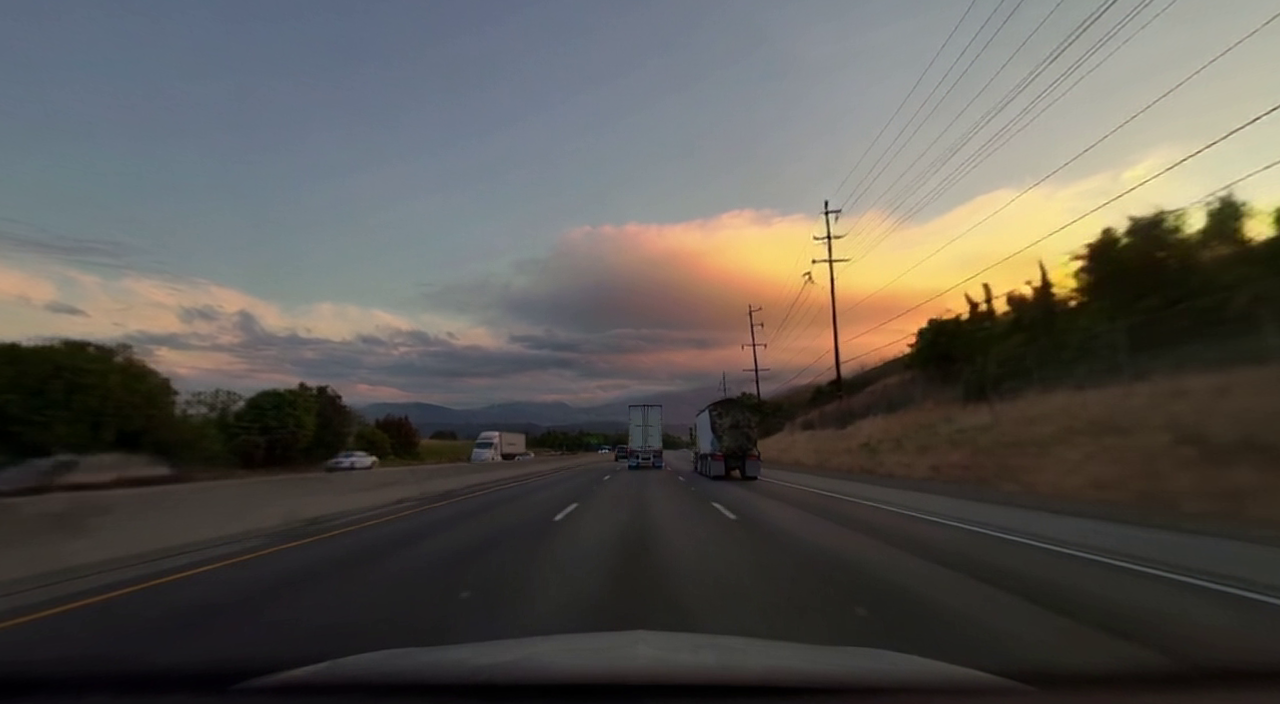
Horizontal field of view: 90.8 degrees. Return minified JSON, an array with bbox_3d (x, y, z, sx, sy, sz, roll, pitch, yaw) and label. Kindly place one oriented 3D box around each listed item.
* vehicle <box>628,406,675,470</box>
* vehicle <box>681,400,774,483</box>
[{"bbox_3d":[0.621,6.592,47.035,2.997,4.076,13.224,0,-9,-1],"label":"vehicle"},{"bbox_3d":[3.885,4.367,30.368,2.938,3.378,8.820,0,-9,-2],"label":"vehicle"}]
